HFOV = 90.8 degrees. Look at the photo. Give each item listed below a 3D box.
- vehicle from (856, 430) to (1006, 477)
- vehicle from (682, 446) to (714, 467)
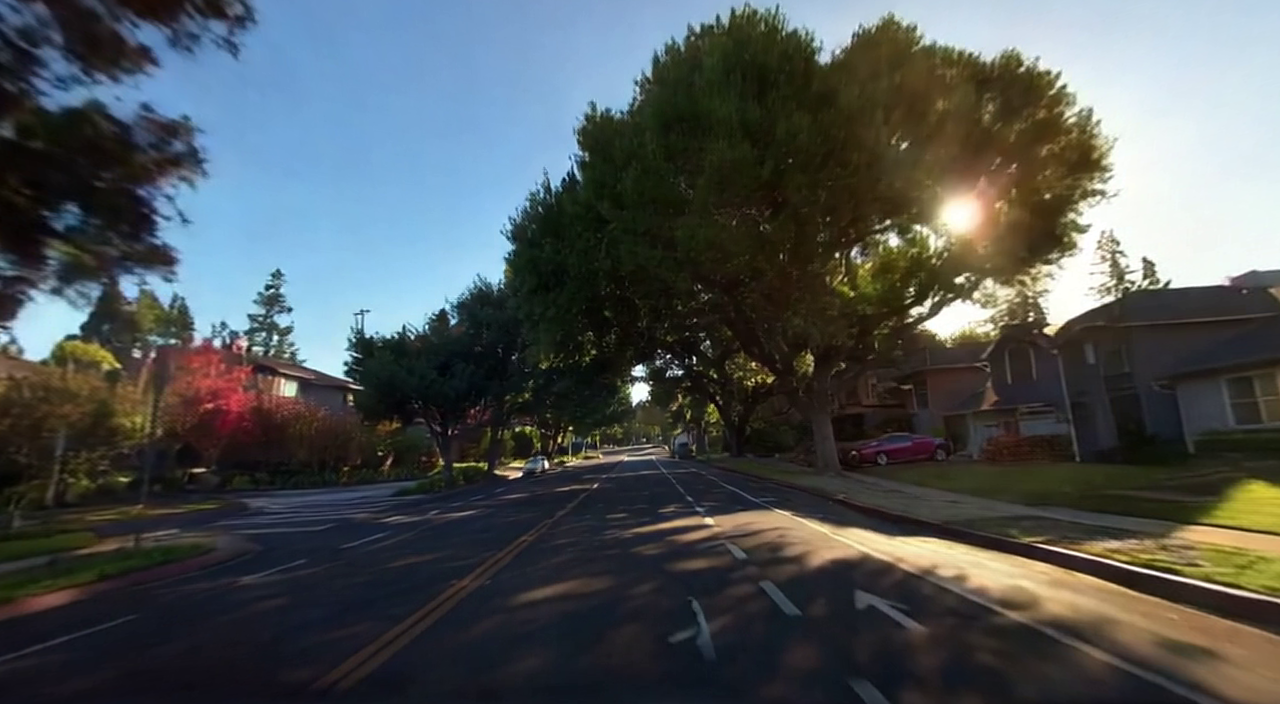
[{"bbox_3d":[11.094,3.940,24.526,1.904,1.626,5.012,6,-11,-31],"label":"vehicle"},{"bbox_3d":[4.359,7.920,48.008,1.997,1.462,4.233,0,-9,0],"label":"vehicle"}]
